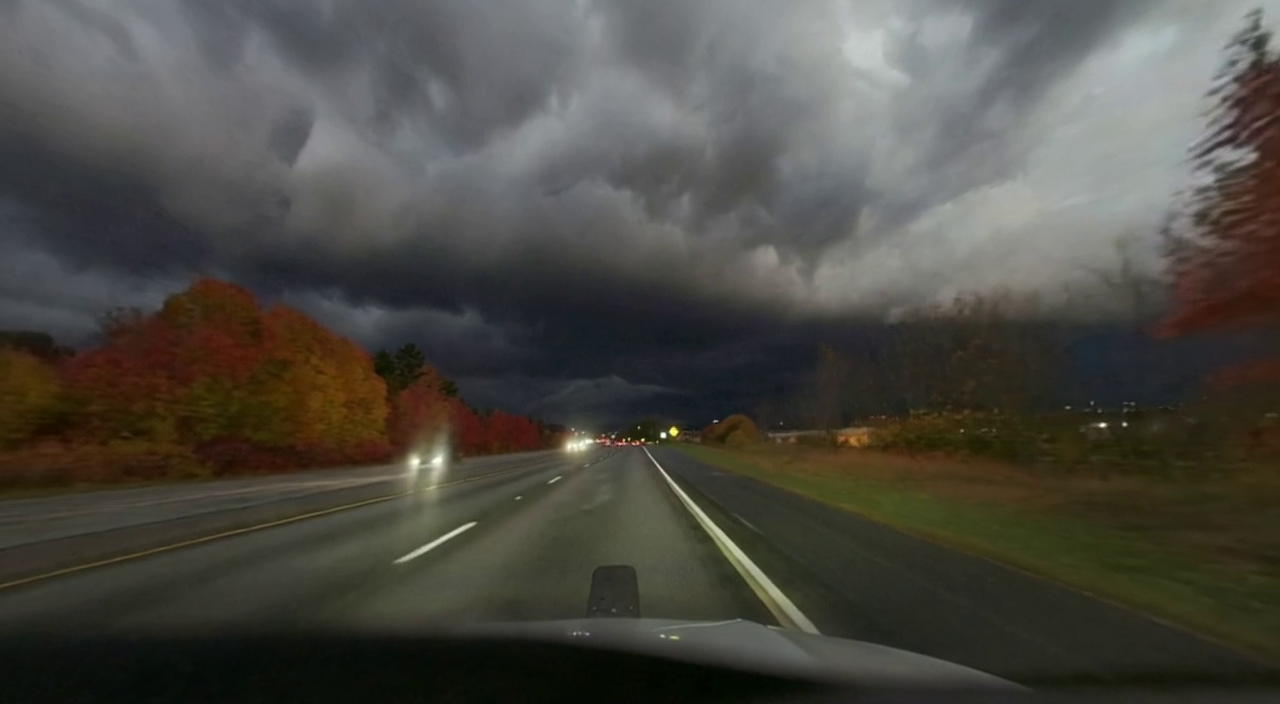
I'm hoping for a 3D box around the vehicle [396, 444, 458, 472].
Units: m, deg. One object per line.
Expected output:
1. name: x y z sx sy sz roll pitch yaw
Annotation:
1. vehicle: -12.374 6.165 36.843 2.073 1.486 4.290 -1 -8 1
